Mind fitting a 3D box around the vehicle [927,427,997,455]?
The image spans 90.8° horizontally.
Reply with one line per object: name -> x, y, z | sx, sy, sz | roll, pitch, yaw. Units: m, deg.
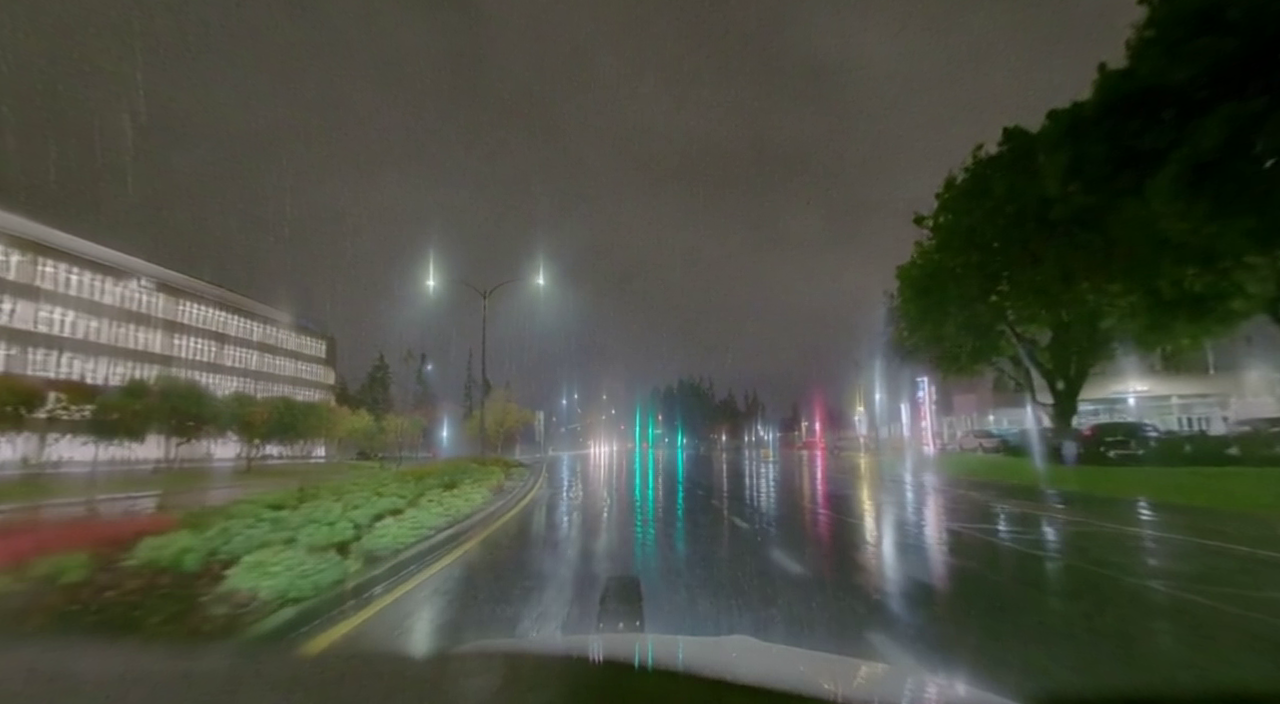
vehicle -> 22.847, 6.333, 45.111 | 2.133, 1.853, 5.009 | 1, -8, -3

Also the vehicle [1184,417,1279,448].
vehicle -> 42.238, 5.699, 44.525 | 2.191, 2.019, 6.051 | 0, -8, -2

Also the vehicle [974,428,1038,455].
vehicle -> 25.768, 6.304, 44.653 | 1.874, 1.808, 4.159 | 1, -8, -3

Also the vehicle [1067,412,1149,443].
vehicle -> 33.498, 5.489, 45.390 | 1.914, 1.913, 4.628 | -6, -8, -4

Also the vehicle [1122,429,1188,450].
vehicle -> 36.465, 6.221, 44.850 | 1.578, 1.401, 3.547 | -2, -8, -2

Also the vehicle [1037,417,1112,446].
vehicle -> 31.217, 5.789, 45.582 | 2.007, 1.782, 4.355 | -3, -9, -5
